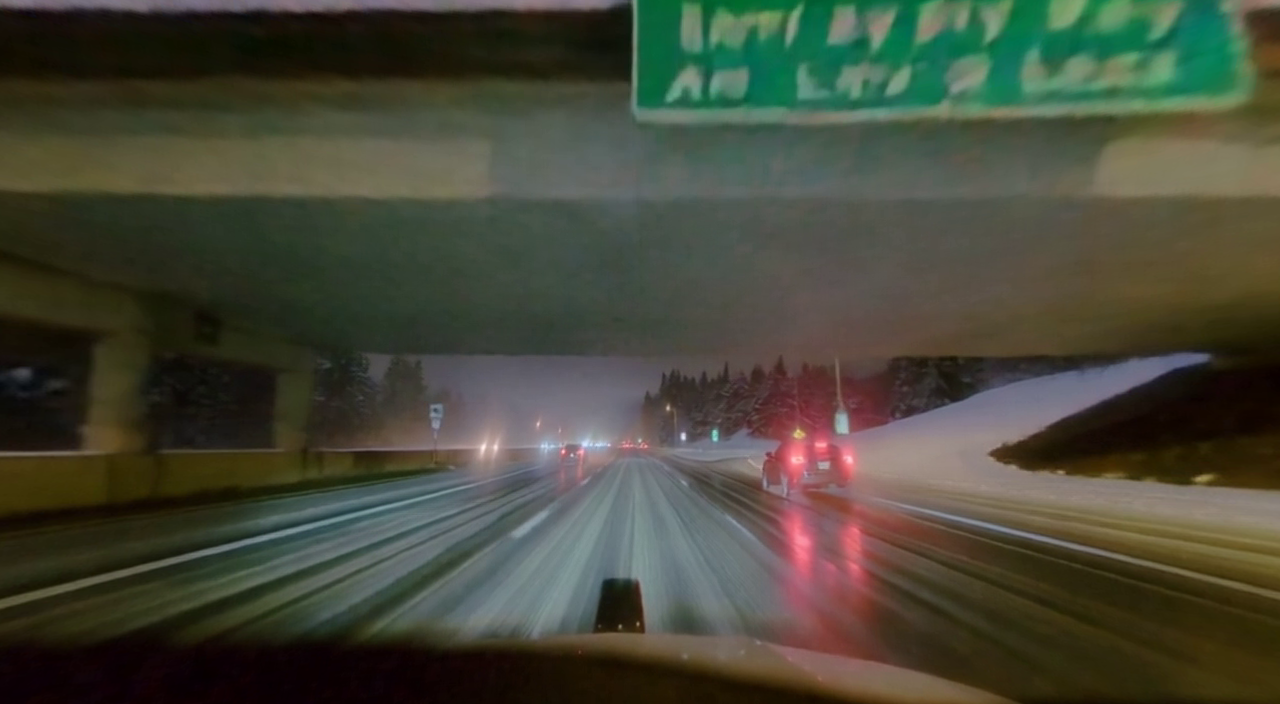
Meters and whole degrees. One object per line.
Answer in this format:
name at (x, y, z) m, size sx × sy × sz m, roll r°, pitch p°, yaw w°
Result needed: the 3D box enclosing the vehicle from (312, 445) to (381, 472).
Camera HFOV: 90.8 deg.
vehicle at (-17.564, 6.371, 38.018) m, size 1.856 × 1.517 × 4.629 m, roll 0°, pitch -8°, yaw 1°
